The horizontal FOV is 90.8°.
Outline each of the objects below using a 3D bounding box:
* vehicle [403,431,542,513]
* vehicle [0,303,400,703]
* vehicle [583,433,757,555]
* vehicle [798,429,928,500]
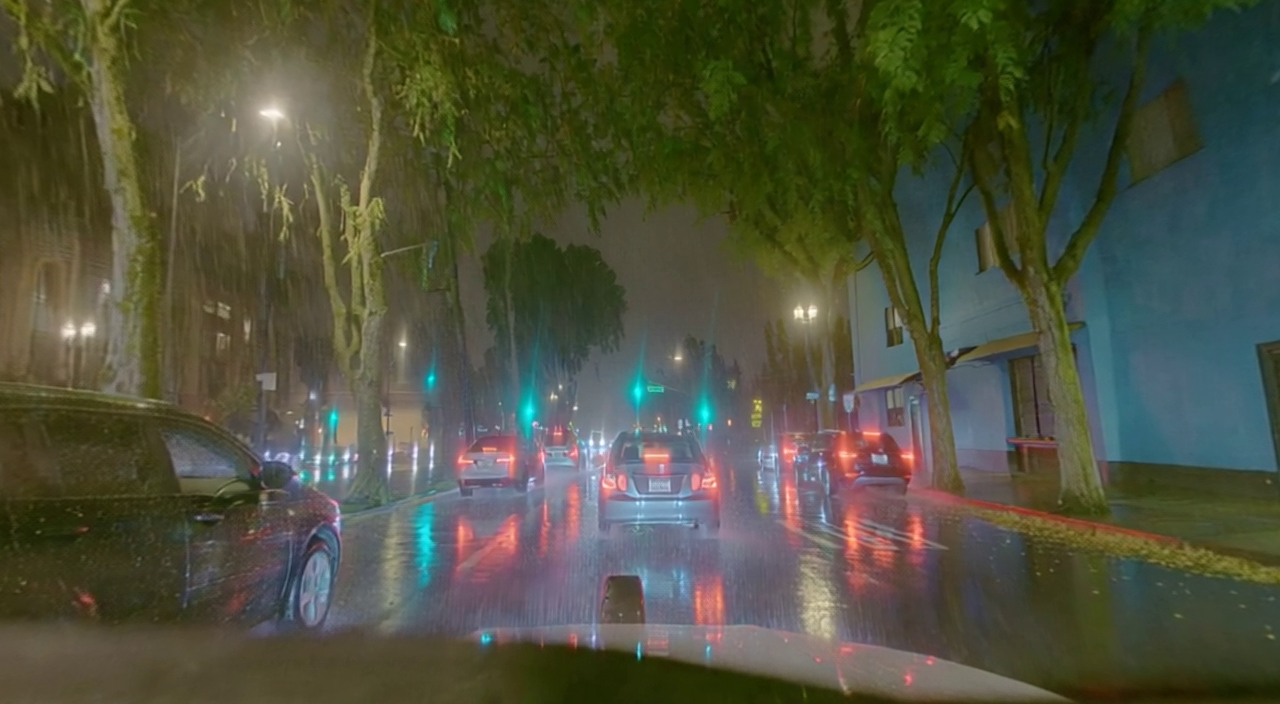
[{"bbox_3d":[-3.513,2.617,14.244,1.901,1.522,4.556,0,-8,0],"label":"vehicle"},{"bbox_3d":[-3.268,0.933,3.383,2.152,1.802,4.628,0,-9,0],"label":"vehicle"},{"bbox_3d":[0.269,1.998,9.583,2.095,1.438,3.843,0,-9,-3],"label":"vehicle"},{"bbox_3d":[6.344,3.246,18.681,2.025,1.808,4.579,0,-9,-2],"label":"vehicle"}]
